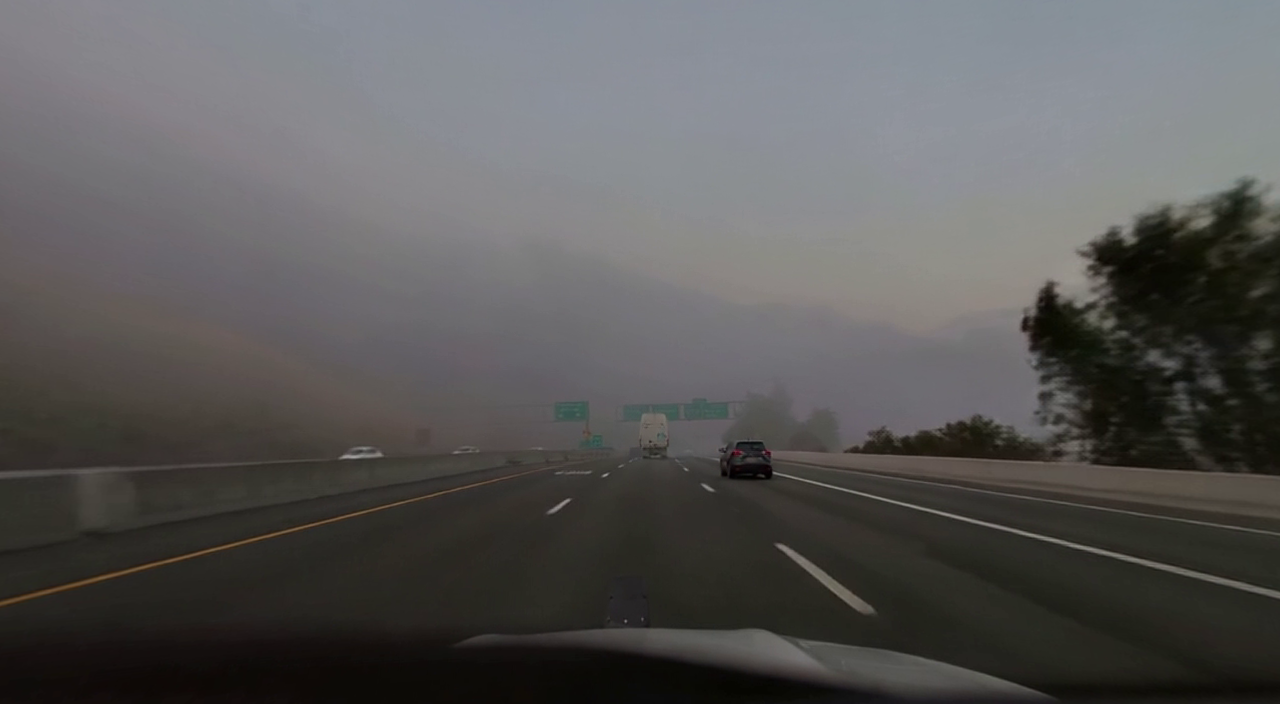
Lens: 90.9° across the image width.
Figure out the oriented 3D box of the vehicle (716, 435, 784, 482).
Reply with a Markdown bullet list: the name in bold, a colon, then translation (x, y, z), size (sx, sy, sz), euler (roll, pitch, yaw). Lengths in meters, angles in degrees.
- **vehicle**: translation (4.068, 3.995, 23.936), size (1.880, 1.624, 3.941), euler (0, -8, 0)
